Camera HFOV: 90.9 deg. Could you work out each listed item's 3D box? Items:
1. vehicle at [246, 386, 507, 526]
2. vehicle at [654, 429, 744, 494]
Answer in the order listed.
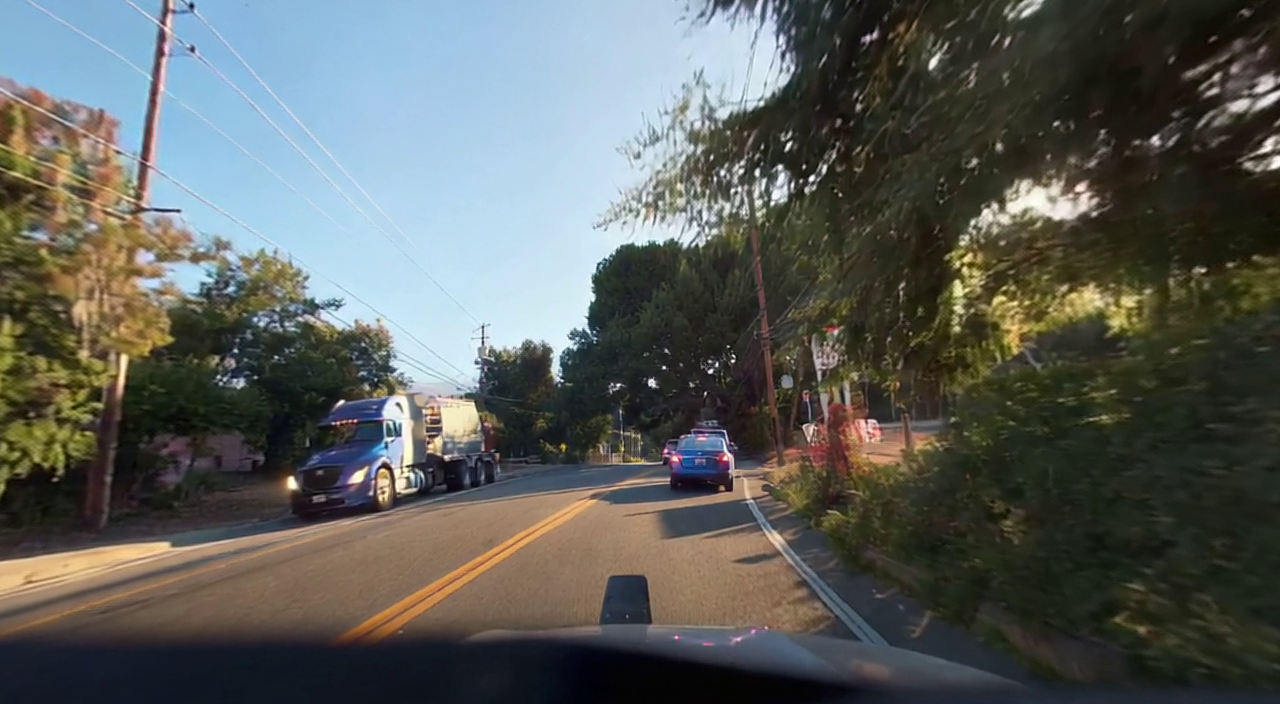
[{"bbox_3d":[-7.300,2.860,19.078,3.395,3.071,7.634,-8,-6,11],"label":"vehicle"},{"bbox_3d":[1.568,2.818,16.512,2.081,1.503,3.726,-1,-9,6],"label":"vehicle"}]
